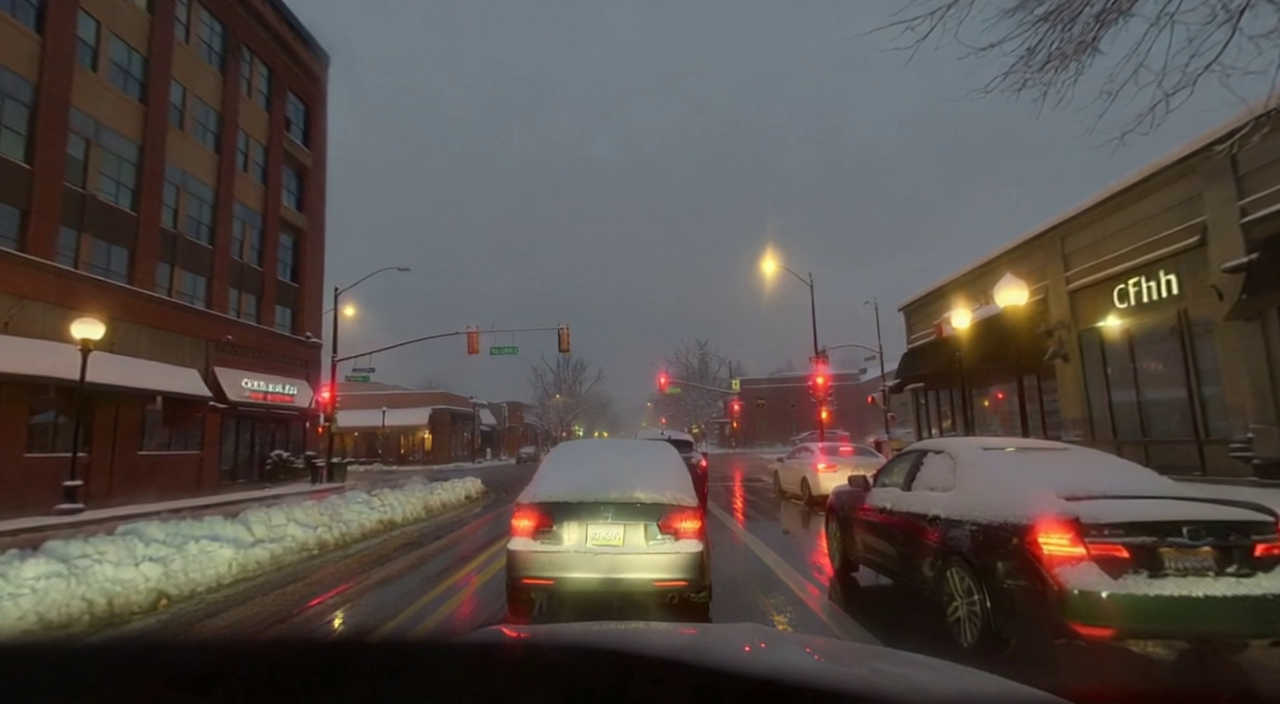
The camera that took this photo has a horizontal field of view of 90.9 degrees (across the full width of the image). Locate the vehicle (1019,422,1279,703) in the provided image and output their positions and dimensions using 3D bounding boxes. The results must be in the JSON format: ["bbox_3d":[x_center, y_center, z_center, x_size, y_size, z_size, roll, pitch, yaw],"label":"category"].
[{"bbox_3d":[3.179,0.828,1.110,2.006,1.496,4.767,0,-9,-1],"label":"vehicle"}]

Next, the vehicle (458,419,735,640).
[{"bbox_3d":[-0.284,1.491,6.227,1.888,1.489,3.703,0,-8,0],"label":"vehicle"}]

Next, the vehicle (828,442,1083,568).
[{"bbox_3d":[4.535,2.211,10.045,1.912,1.505,4.618,-1,-8,4],"label":"vehicle"}]
